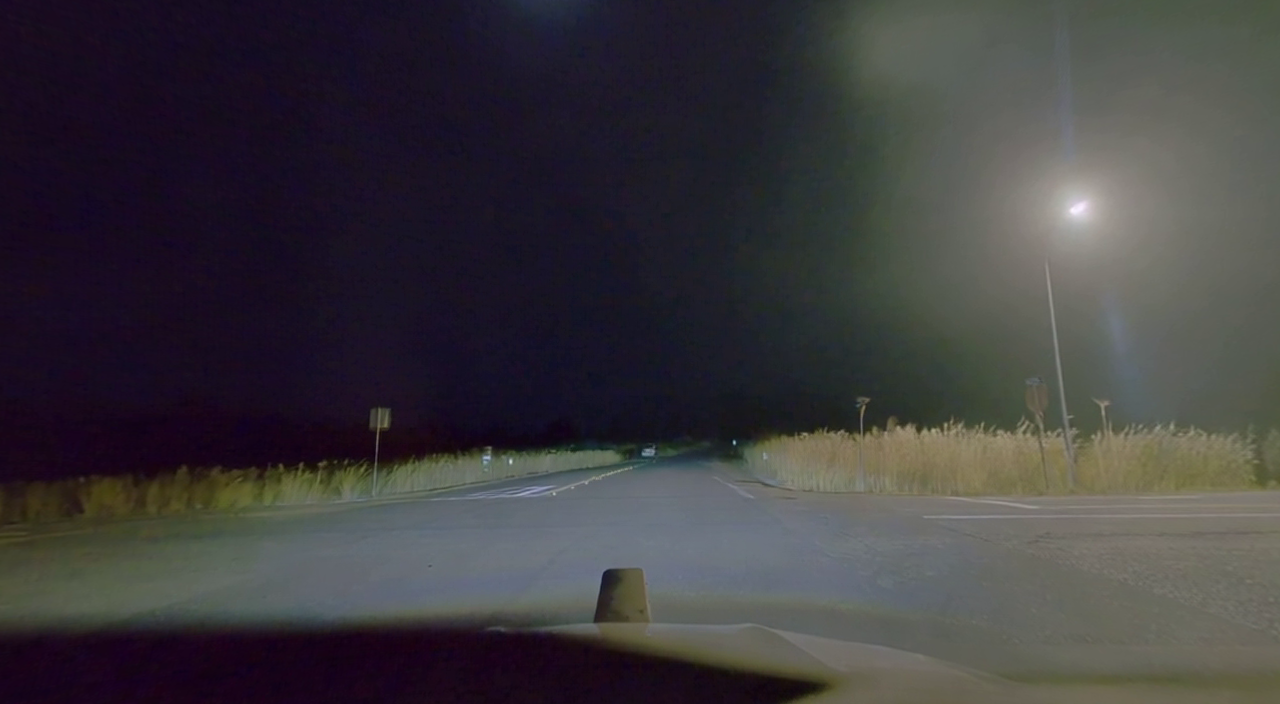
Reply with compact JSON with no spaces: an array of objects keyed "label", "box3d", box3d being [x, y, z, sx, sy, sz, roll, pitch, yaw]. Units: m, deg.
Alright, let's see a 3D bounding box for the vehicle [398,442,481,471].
[{"label":"vehicle","box3d":[-12.676,6.628,40.074,4.590,1.735,1.973,-1,-9,3]}]
